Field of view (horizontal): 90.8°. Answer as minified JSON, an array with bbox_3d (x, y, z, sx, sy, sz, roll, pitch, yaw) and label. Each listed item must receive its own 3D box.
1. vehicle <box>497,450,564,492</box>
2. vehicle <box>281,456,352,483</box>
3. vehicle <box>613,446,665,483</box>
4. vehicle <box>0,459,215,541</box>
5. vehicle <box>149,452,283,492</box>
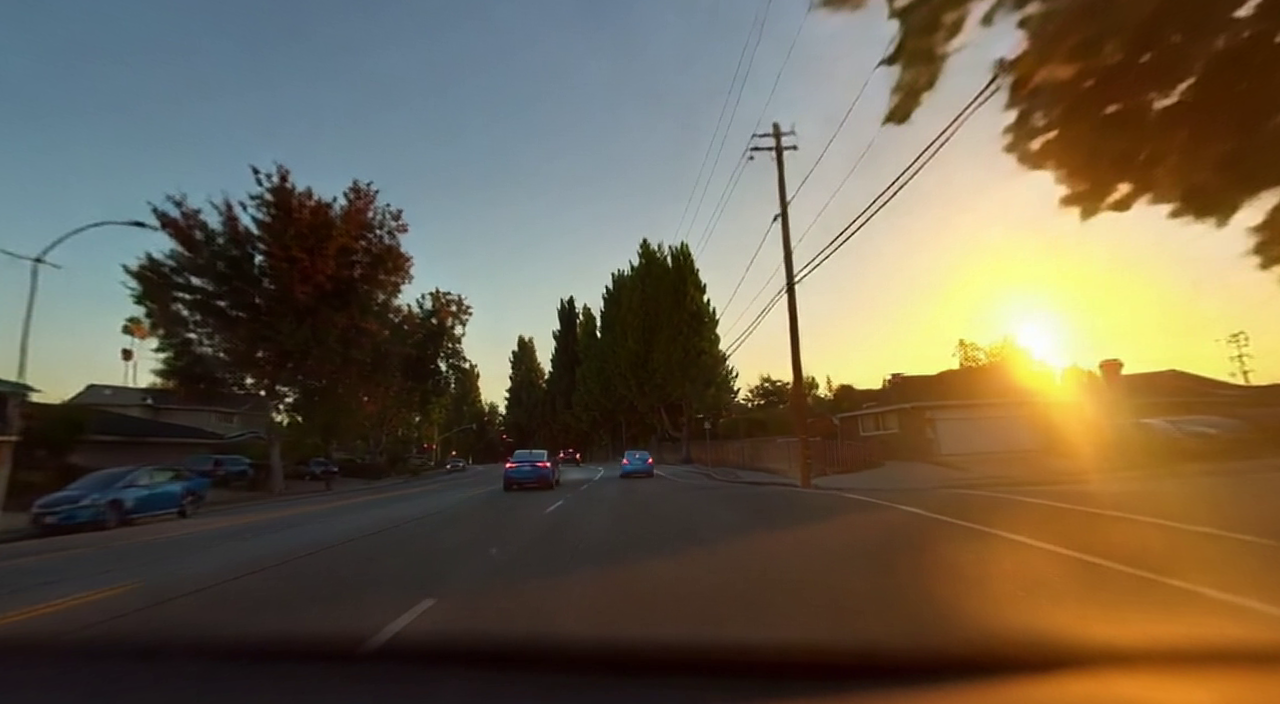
[{"bbox_3d":[-4.053,4.475,24.138,1.913,1.425,4.235,-1,-9,-2],"label":"vehicle"},{"bbox_3d":[-22.129,8.024,43.309,3.836,1.693,1.849,0,-9,-7],"label":"vehicle"},{"bbox_3d":[-0.132,5.145,29.267,2.168,1.504,4.284,0,-9,-3],"label":"vehicle"},{"bbox_3d":[-14.309,3.925,17.427,2.083,1.817,4.532,-1,-9,-2],"label":"vehicle"},{"bbox_3d":[-23.081,6.553,34.593,5.681,1.954,2.200,-1,-9,-1],"label":"vehicle"}]
